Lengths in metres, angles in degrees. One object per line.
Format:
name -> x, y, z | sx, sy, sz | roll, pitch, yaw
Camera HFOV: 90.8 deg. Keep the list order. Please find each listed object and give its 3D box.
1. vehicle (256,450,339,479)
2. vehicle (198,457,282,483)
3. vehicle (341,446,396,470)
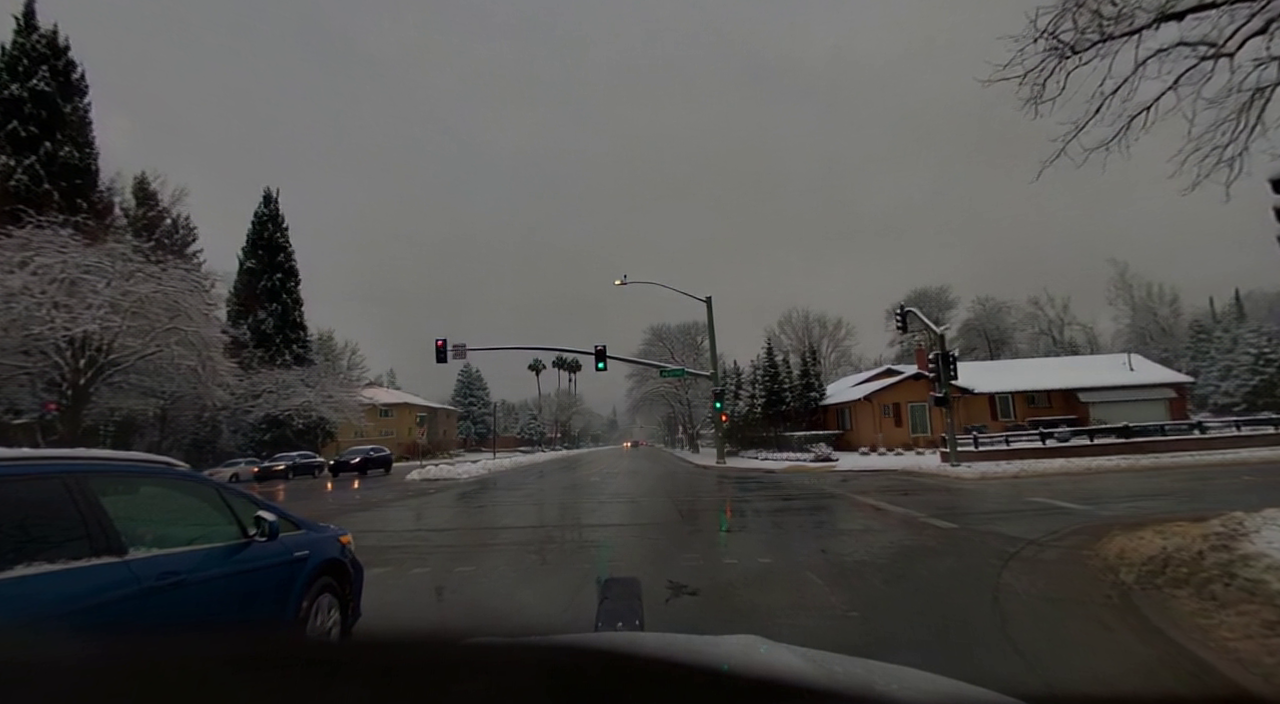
vehicle -> -20.045, 6.562, 37.243 | 2.084, 1.528, 4.778 | -1, -8, 2
vehicle -> -24.113, 7.114, 38.335 | 2.019, 1.427, 4.630 | 0, -8, 2
vehicle -> -19.884, 7.755, 46.531 | 1.929, 1.644, 4.763 | 0, -8, 0
